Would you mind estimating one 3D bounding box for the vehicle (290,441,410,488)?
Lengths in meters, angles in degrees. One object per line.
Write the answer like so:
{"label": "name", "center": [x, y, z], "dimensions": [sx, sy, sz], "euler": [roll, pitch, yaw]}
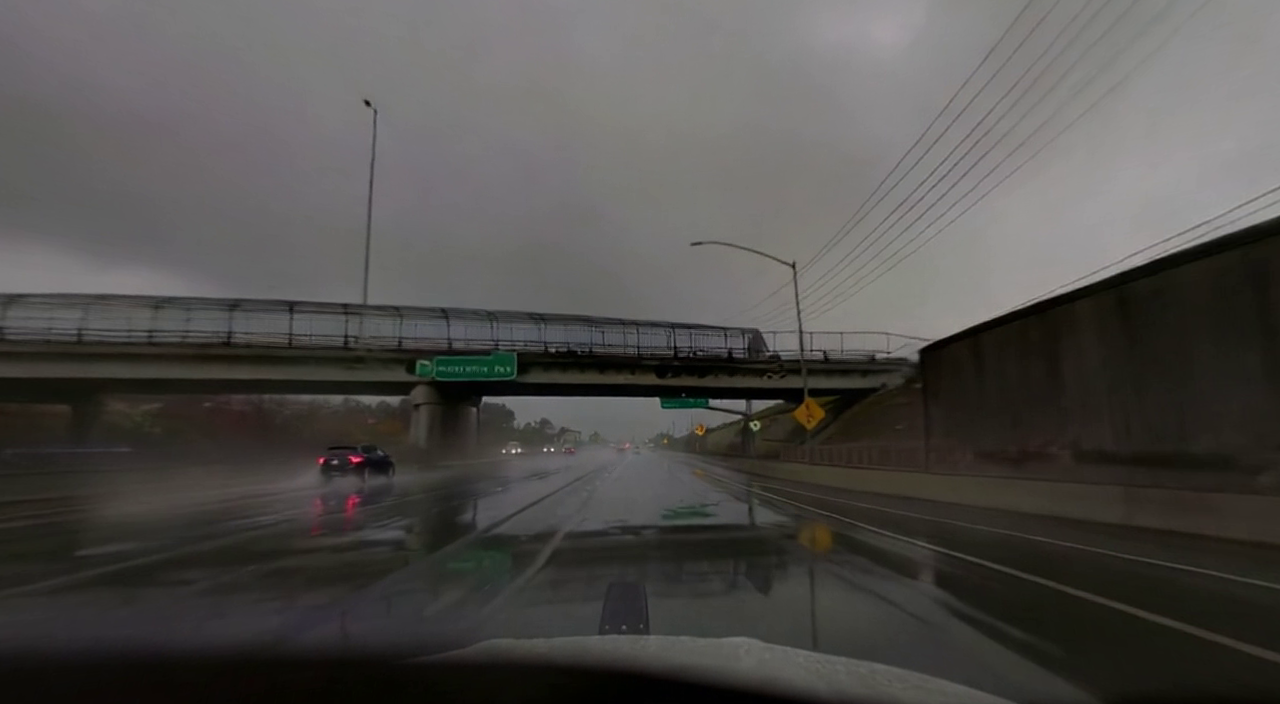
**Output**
{"label": "vehicle", "center": [-10.188, 3.964, 22.607], "dimensions": [2.056, 1.476, 4.562], "euler": [0, -8, 1]}
